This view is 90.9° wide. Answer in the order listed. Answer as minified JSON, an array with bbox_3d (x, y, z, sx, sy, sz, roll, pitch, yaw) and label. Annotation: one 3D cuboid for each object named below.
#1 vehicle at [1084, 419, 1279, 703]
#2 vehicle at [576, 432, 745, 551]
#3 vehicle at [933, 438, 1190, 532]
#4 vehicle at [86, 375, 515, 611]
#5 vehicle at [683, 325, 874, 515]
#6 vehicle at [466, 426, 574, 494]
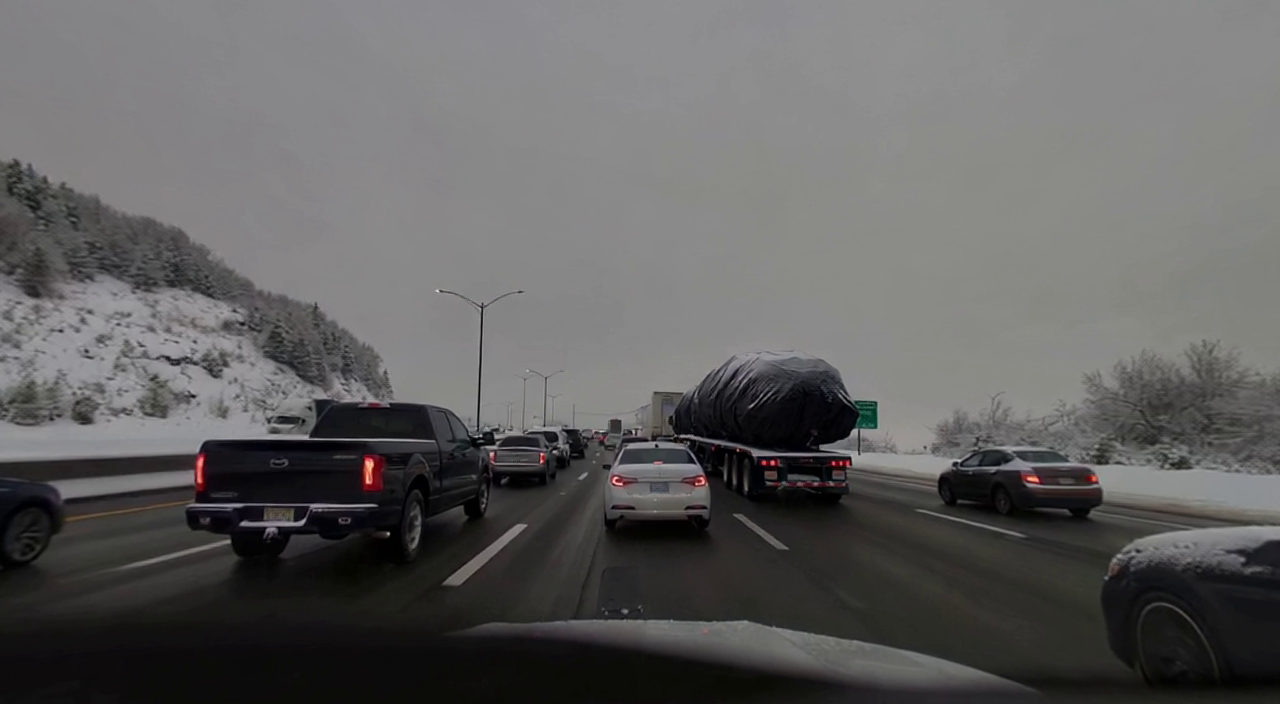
[{"bbox_3d":[3.548,0.794,1.082,2.169,1.447,4.817,0,-8,2],"label":"vehicle"},{"bbox_3d":[0.228,2.042,9.947,2.105,1.471,3.978,0,-8,-1],"label":"vehicle"},{"bbox_3d":[7.783,2.447,12.298,2.092,1.495,4.194,0,-8,0],"label":"vehicle"},{"bbox_3d":[-3.281,1.523,7.861,2.318,1.902,5.374,0,-8,0],"label":"vehicle"},{"bbox_3d":[3.349,2.222,19.123,2.759,4.098,10.906,0,-8,-3],"label":"vehicle"},{"bbox_3d":[-3.507,3.278,19.547,2.348,1.821,5.061,0,-8,0],"label":"vehicle"}]
